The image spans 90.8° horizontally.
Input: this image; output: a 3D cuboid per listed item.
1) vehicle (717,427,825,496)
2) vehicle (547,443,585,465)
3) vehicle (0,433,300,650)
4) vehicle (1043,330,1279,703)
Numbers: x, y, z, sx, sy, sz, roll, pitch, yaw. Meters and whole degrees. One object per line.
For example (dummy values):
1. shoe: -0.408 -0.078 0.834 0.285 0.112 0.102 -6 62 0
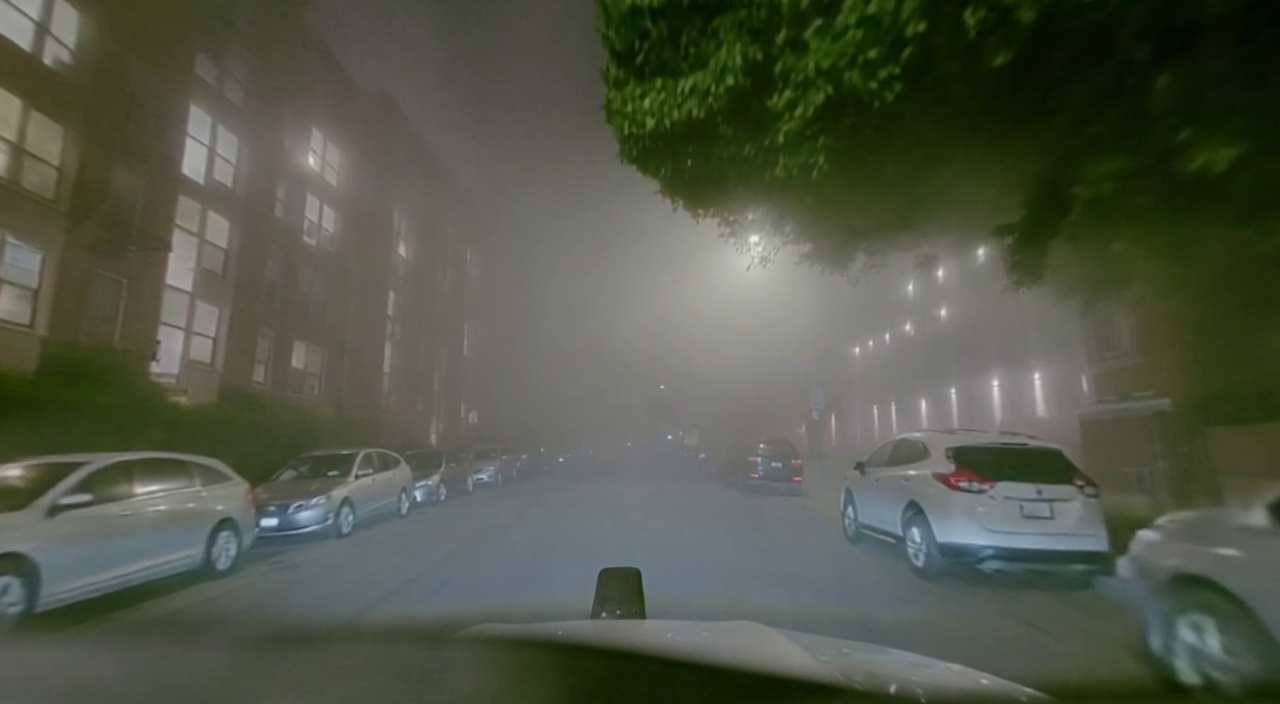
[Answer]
1. vehicle: 3.759 3.256 19.177 2.082 1.809 4.998 0 -8 -1
2. vehicle: -5.089 7.113 44.159 2.080 1.458 4.511 0 -8 1
3. vehicle: -5.206 1.490 5.651 1.772 1.466 4.342 0 -8 2
4. vehicle: 3.654 0.716 1.602 2.093 1.801 4.788 2 -8 0
